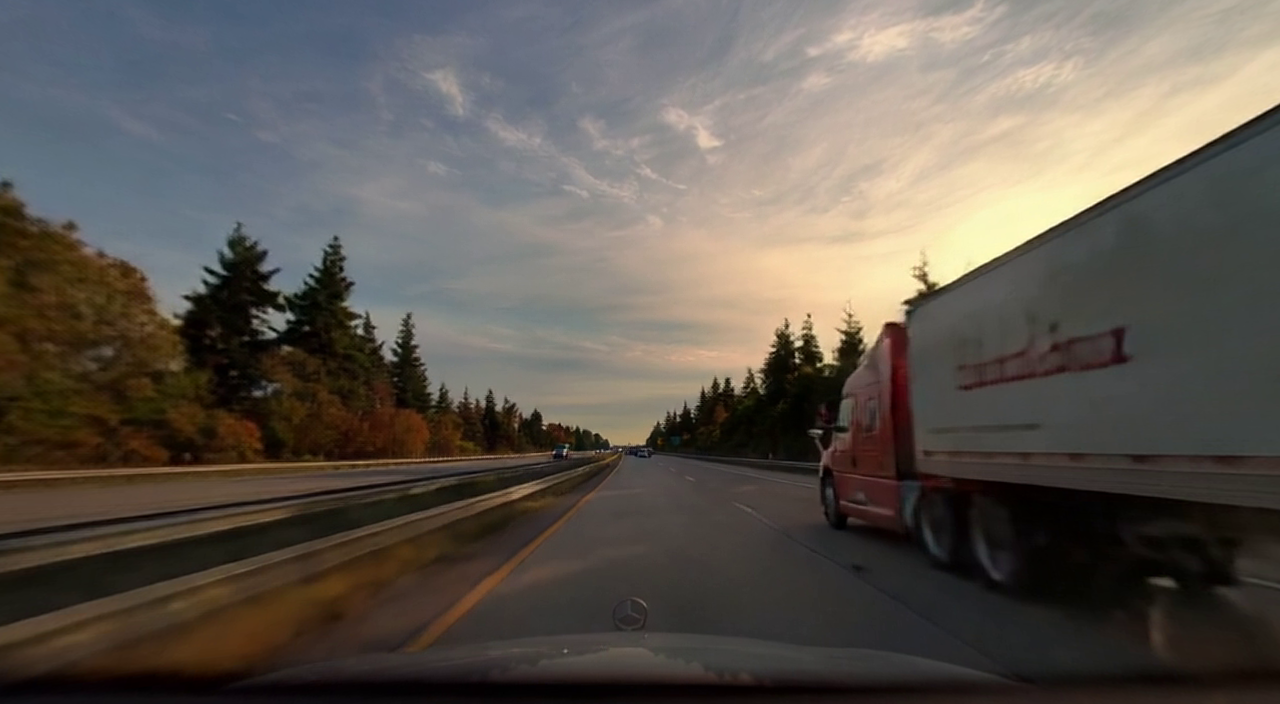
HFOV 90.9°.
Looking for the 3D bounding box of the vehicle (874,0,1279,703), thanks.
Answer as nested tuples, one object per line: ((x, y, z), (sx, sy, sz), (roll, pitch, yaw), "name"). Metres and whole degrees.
((4.011, -0.245, 1.035), (2.876, 3.419, 11.591), (0, -9, 0), "vehicle")
